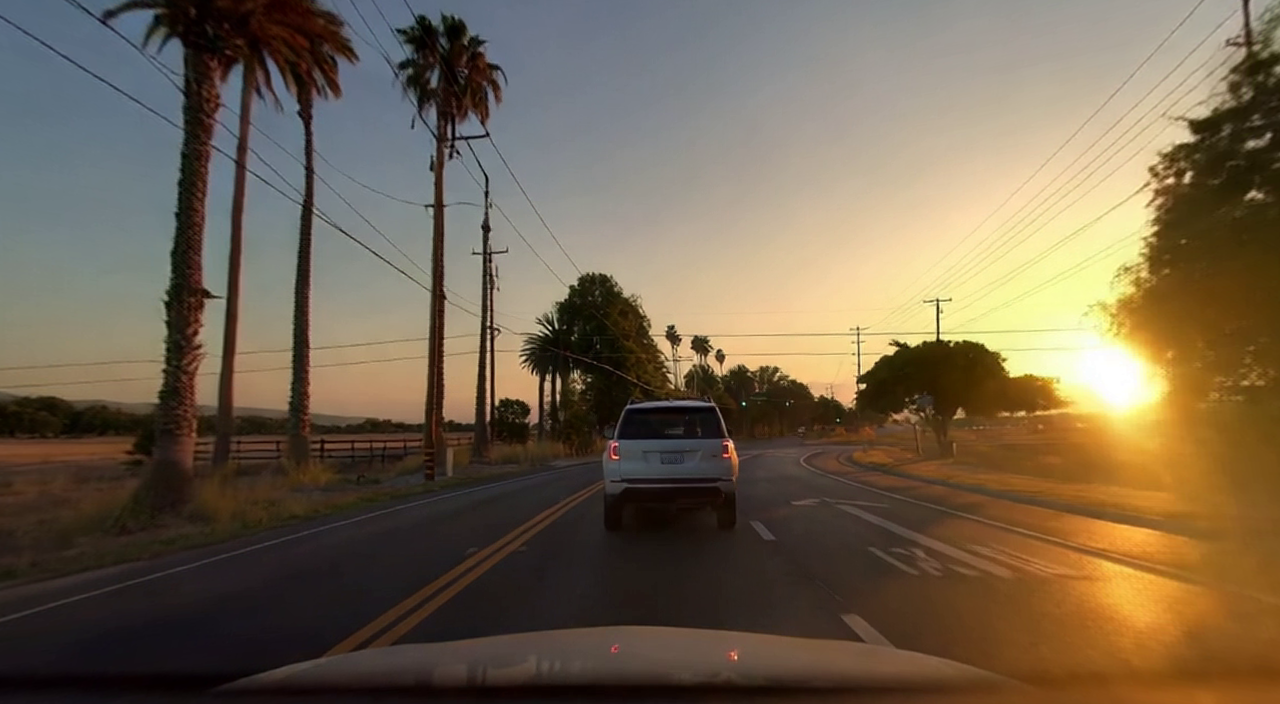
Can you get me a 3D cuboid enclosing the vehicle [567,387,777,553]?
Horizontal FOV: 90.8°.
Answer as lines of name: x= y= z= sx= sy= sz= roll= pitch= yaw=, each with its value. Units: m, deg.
vehicle: x=0.322 y=1.650 z=9.462 sx=2.364 sy=1.859 sz=4.538 roll=0 pitch=-8 yaw=-1
